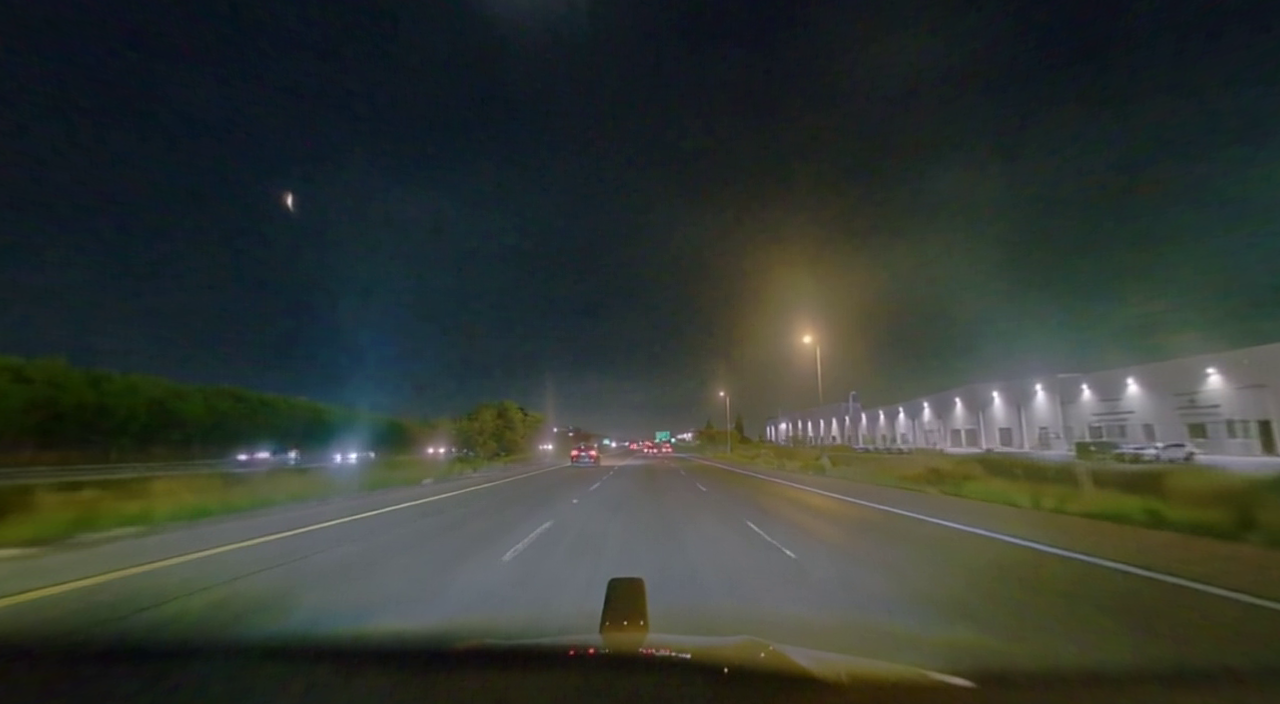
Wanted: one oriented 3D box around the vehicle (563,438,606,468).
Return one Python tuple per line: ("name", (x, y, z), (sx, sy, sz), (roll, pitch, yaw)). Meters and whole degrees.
("vehicle", (-3.537, 6.595, 41.211), (2.218, 1.850, 4.774), (0, -9, 1))
